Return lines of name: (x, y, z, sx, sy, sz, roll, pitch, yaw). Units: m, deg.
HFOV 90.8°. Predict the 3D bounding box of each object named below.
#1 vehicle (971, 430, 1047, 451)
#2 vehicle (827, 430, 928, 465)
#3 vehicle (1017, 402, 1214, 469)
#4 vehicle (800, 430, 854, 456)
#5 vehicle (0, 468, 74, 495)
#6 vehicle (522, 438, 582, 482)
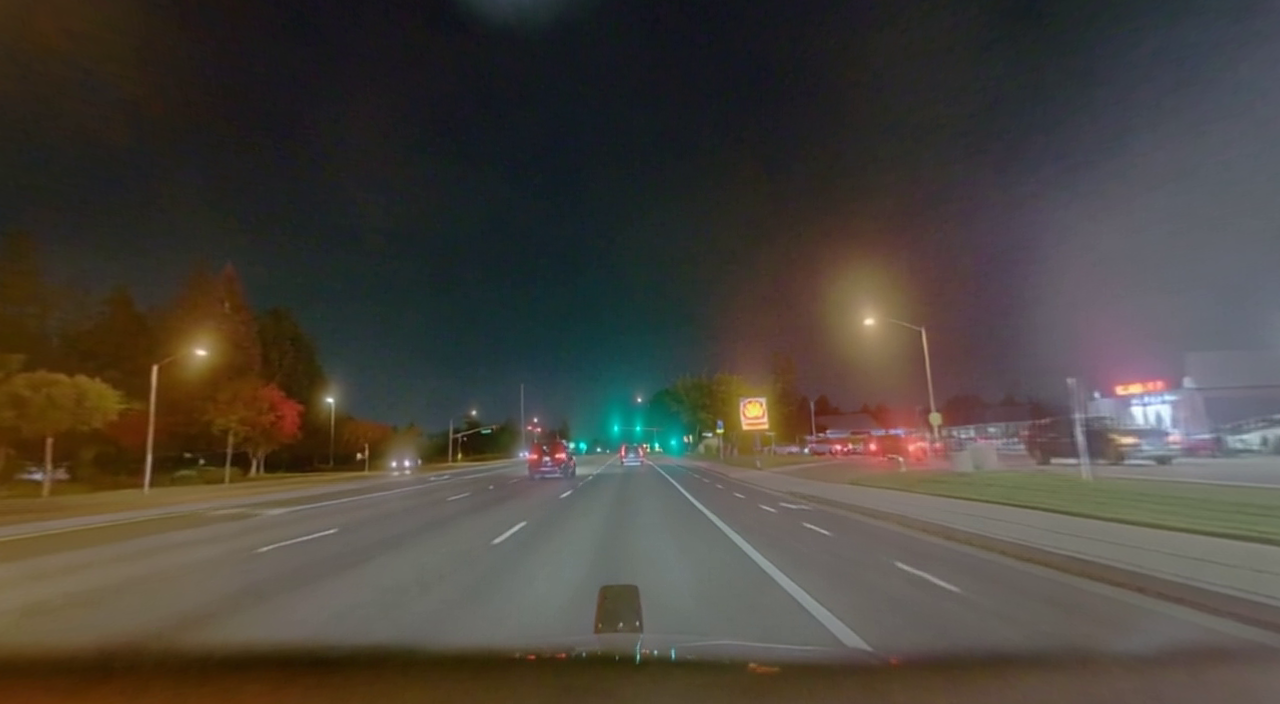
vehicle: (27.334, 6.577, 46.904, 4.457, 1.449, 1.833, -2, -8, 5)
vehicle: (12.903, 5.212, 34.556, 4.612, 1.491, 2.061, -5, -8, 1)
vehicle: (14.336, 2.645, 19.585, 2.041, 1.793, 5.054, 0, -9, -2)
vehicle: (14.103, 6.818, 47.641, 3.562, 1.693, 1.876, 2, -5, -27)
vehicle: (-44.385, 9.372, 46.054, 1.947, 1.712, 4.853, 0, -9, -3)
vehicle: (-3.786, 4.743, 27.969, 1.985, 1.772, 4.479, -1, -9, 0)
